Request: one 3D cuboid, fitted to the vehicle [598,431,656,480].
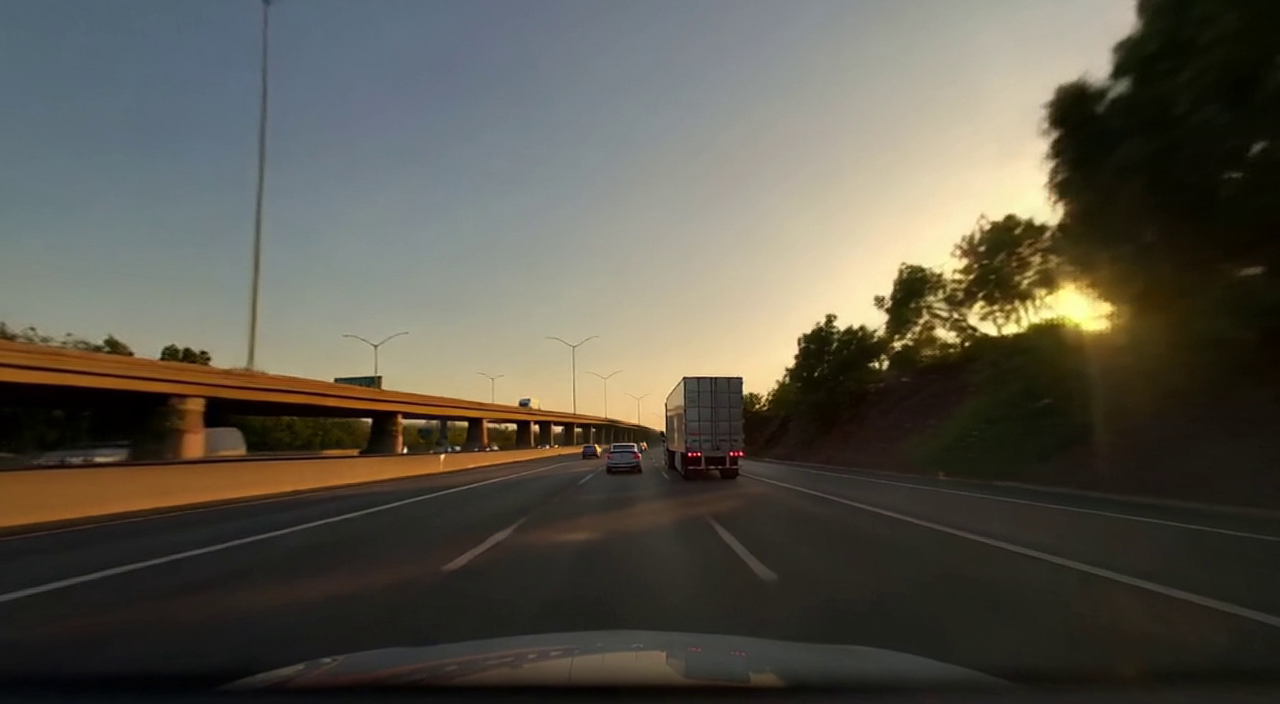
[{"bbox_3d":[-0.434,4.055,24.889,2.077,1.716,4.514,0,-9,1],"label":"vehicle"}]

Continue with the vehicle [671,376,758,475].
[{"bbox_3d":[3.341,3.779,31.260,2.964,4.063,10.072,0,-8,0],"label":"vehicle"}]
